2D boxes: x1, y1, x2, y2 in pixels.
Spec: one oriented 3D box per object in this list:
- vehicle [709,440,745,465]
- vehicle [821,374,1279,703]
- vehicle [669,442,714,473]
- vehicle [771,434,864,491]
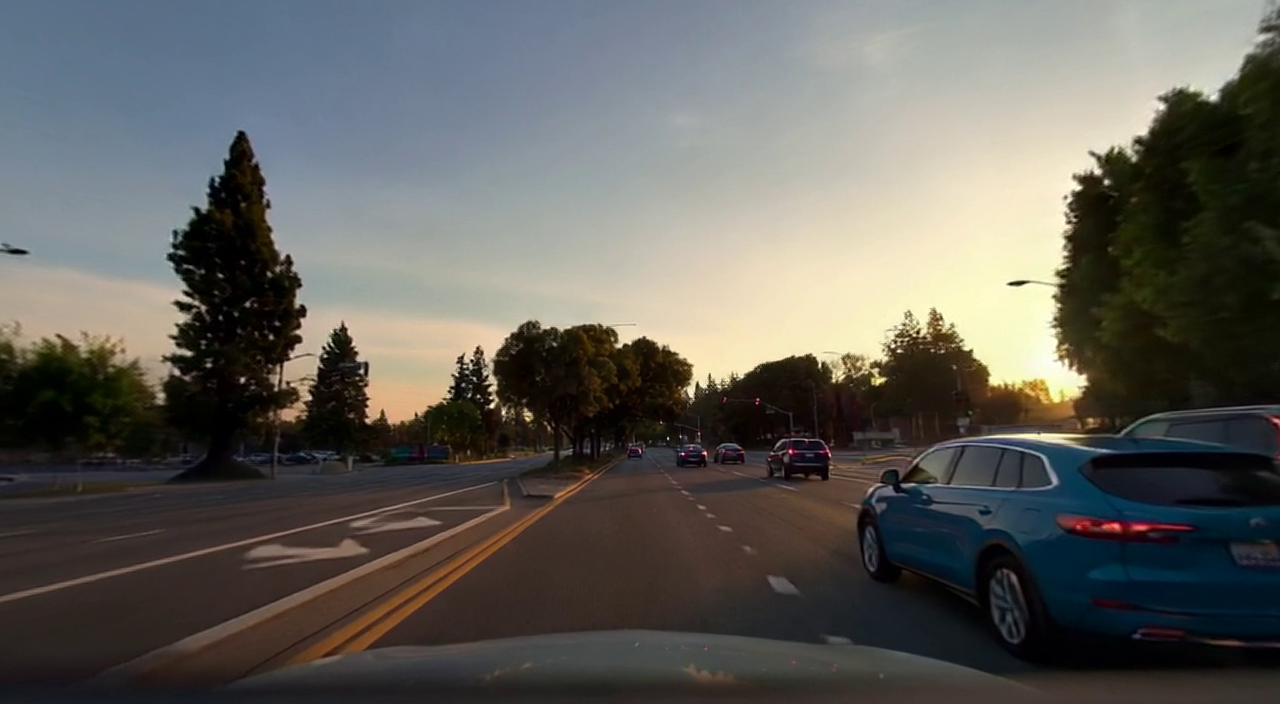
[{"bbox_3d":[6.377,7.414,46.635,1.919,1.774,4.720,0,-8,-1],"label":"vehicle"},{"bbox_3d":[3.118,1.216,4.718,1.932,1.547,4.992,0,-8,-1],"label":"vehicle"},{"bbox_3d":[2.691,5.588,33.567,1.980,1.484,4.093,0,-8,-1],"label":"vehicle"},{"bbox_3d":[5.818,3.652,21.173,2.075,1.698,4.142,0,-8,3],"label":"vehicle"}]
